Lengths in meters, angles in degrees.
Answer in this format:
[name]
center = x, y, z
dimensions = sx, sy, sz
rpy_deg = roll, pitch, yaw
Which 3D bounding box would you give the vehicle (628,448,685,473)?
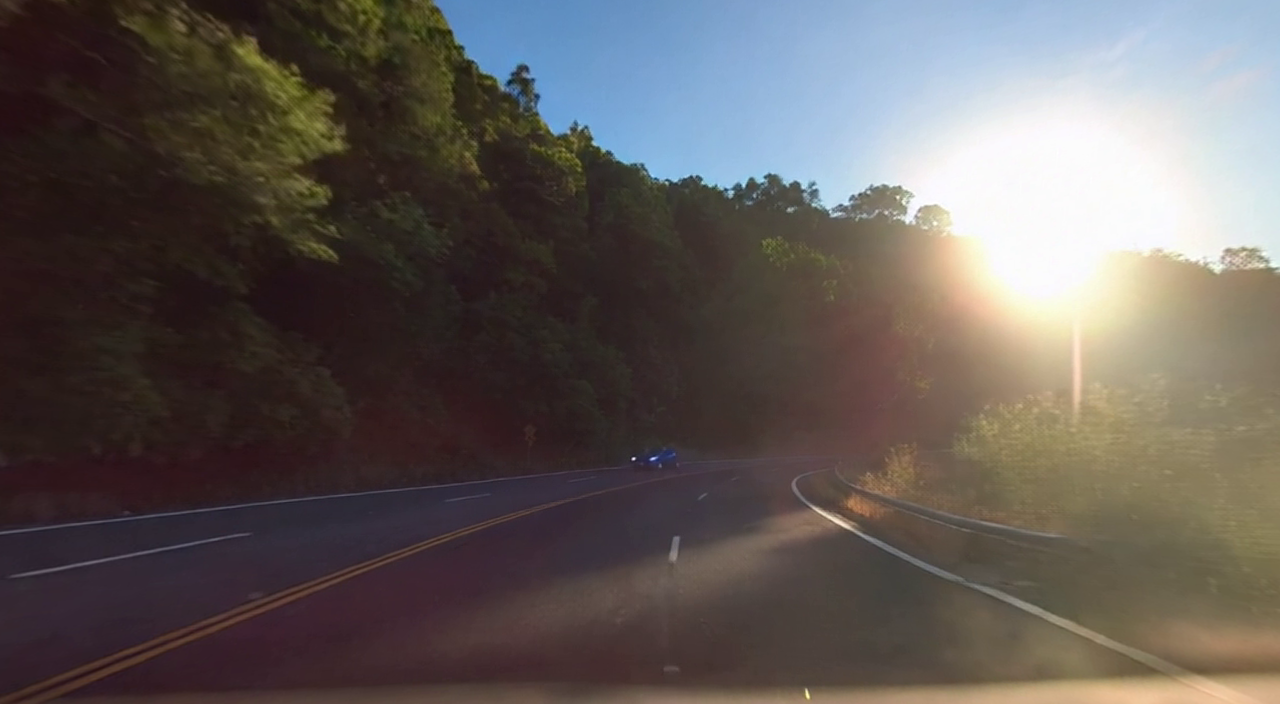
[vehicle]
center = 1.136, 6.948, 40.518
dimensions = 2.111, 1.509, 4.823
rpy_deg = -4, -10, 21
